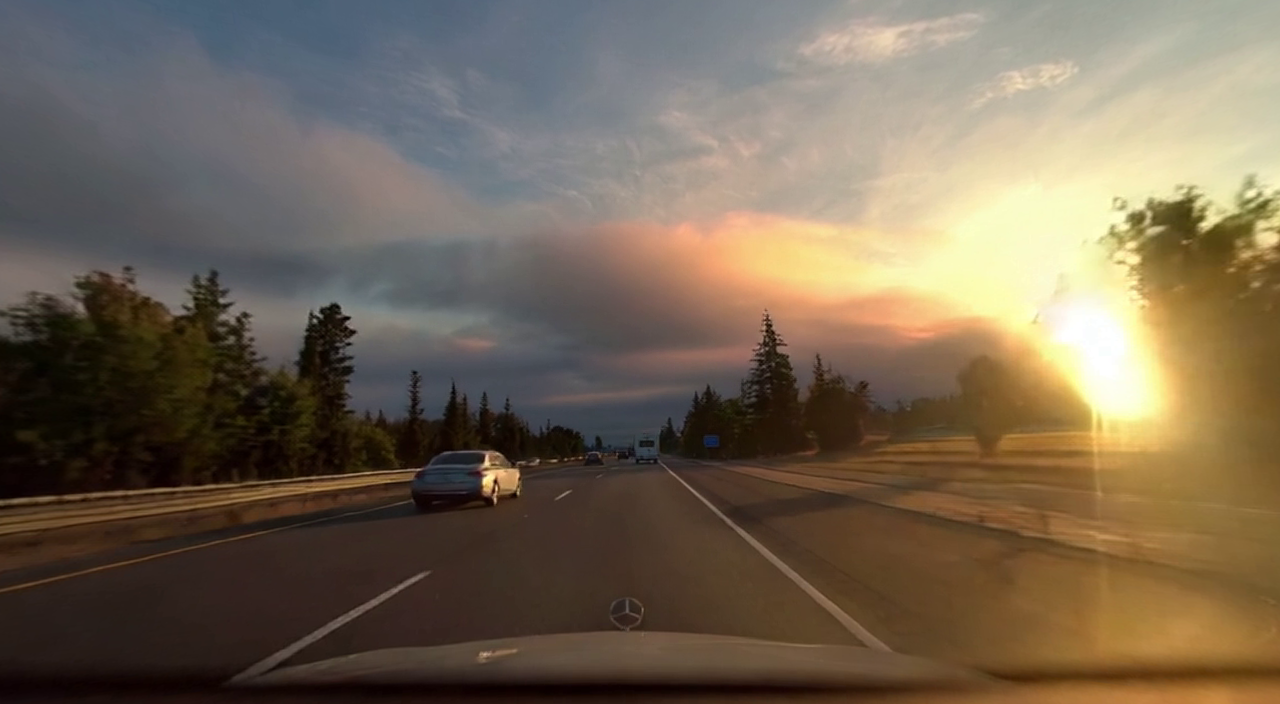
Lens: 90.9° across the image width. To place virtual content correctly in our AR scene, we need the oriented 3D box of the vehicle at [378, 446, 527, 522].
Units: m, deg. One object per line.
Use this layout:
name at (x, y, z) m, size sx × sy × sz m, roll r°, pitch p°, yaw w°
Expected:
vehicle at (-4.051, 2.917, 14.499) m, size 1.998 × 1.460 × 4.422 m, roll 0°, pitch -9°, yaw 1°

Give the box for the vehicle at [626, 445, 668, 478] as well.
vehicle at (0.355, 5.997, 34.756) m, size 2.172 × 1.687 × 3.929 m, roll 0°, pitch -9°, yaw 0°
